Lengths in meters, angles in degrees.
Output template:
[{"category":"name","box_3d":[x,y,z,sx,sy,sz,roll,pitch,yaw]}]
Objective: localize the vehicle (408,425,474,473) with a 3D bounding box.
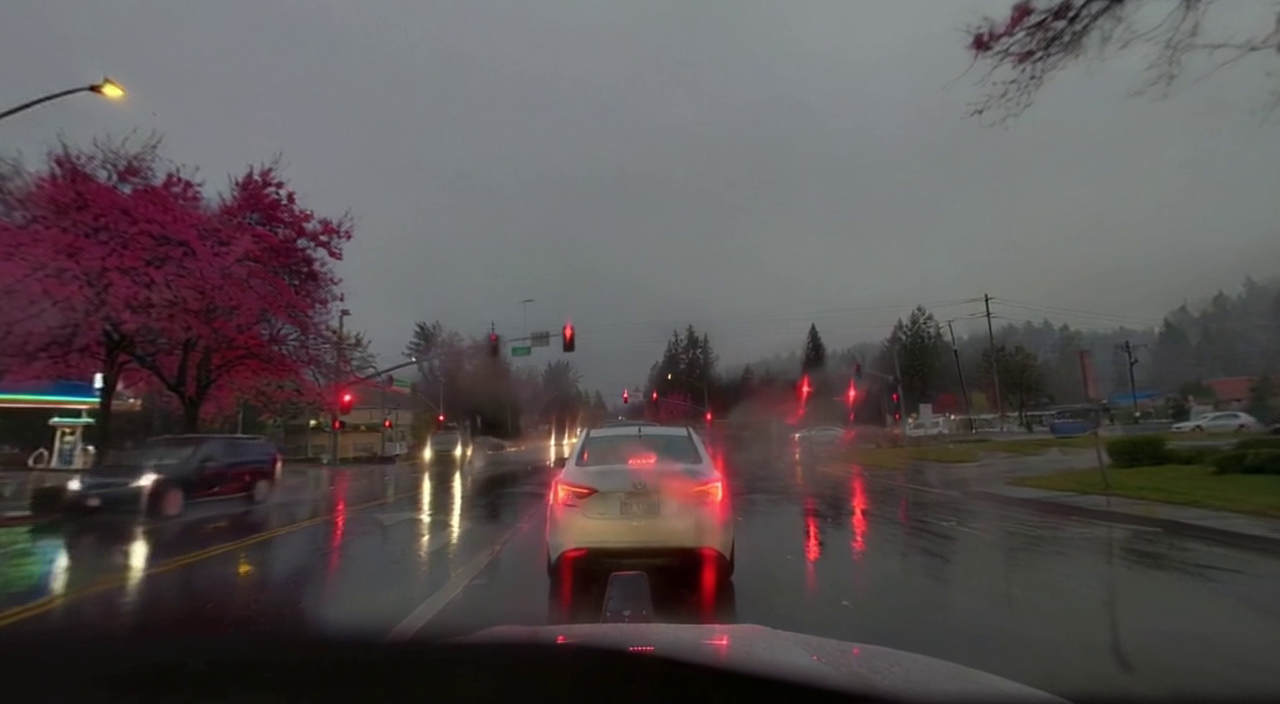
[{"category":"vehicle","box_3d":[-9.549,4.685,30.661,2.378,2.084,5.225,1,-8,-10]}]

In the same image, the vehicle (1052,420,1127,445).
[{"category":"vehicle","box_3d":[34.770,6.229,48.802,4.294,1.557,1.744,-4,-7,1]}]

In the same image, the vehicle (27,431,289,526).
[{"category":"vehicle","box_3d":[-9.988,2.616,13.689,2.108,1.671,4.535,0,-8,0]}]

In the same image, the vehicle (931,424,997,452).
[{"category":"vehicle","box_3d":[18.396,4.878,35.687,4.091,1.495,2.053,8,-12,-44]}]

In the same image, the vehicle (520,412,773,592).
[{"category":"vehicle","box_3d":[0.020,1.554,7.366,2.112,1.482,4.057,0,-8,-1]}]

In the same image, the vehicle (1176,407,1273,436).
[{"category":"vehicle","box_3d":[36.331,4.393,39.342,1.848,1.581,4.475,-1,-8,3]}]

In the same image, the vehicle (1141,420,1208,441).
[{"category":"vehicle","box_3d":[41.273,6.048,48.664,3.573,1.432,1.604,-3,-7,2]}]
